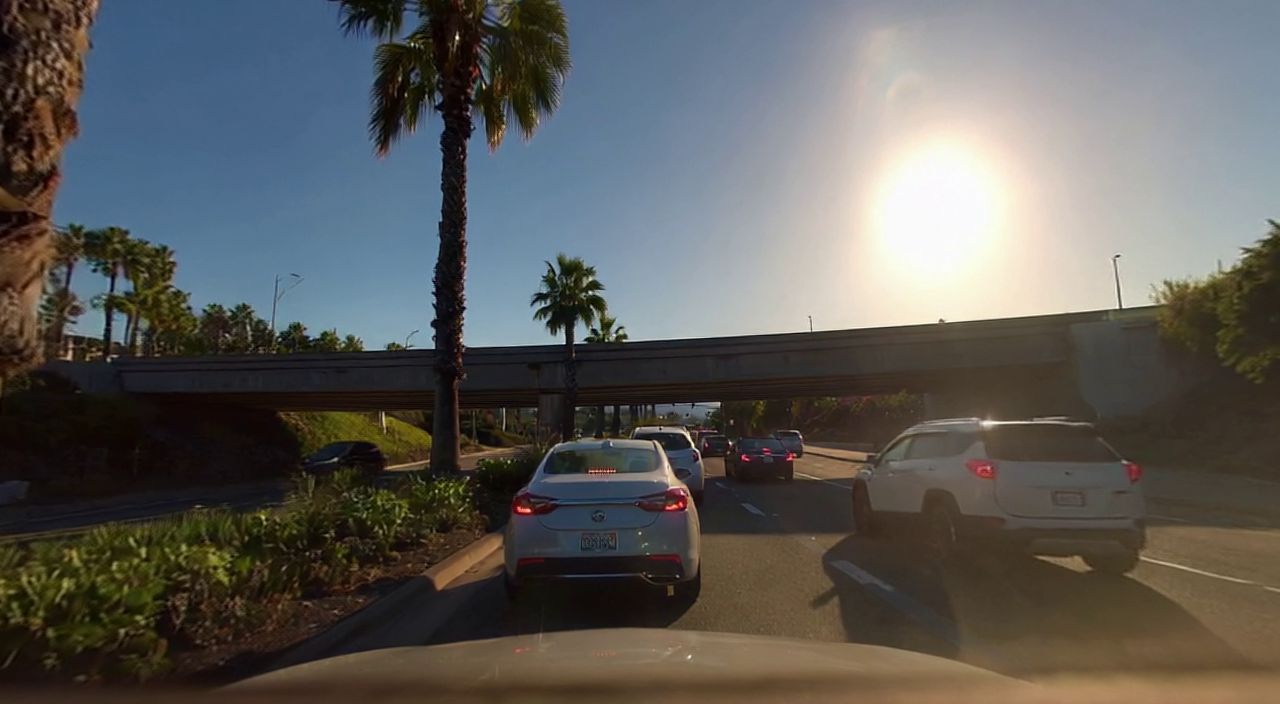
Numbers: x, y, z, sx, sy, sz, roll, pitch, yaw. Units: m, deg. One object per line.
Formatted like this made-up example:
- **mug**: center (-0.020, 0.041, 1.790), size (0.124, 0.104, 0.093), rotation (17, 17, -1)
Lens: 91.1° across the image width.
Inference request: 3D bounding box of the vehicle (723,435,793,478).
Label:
- **vehicle**: center (4.566, 4.120, 24.951), size (2.034, 1.517, 4.840), rotation (0, -9, 2)

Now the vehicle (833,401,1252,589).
- **vehicle**: center (4.220, 1.588, 7.889), size (2.149, 1.609, 4.807), rotation (0, -9, 2)

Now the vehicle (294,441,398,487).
- **vehicle**: center (-11.854, 4.516, 25.706), size (2.084, 1.704, 4.485), rotation (0, -9, -1)

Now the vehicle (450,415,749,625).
- **vehicle**: center (-0.242, 1.524, 6.642), size (2.172, 1.506, 4.018), rotation (0, -9, 2)
